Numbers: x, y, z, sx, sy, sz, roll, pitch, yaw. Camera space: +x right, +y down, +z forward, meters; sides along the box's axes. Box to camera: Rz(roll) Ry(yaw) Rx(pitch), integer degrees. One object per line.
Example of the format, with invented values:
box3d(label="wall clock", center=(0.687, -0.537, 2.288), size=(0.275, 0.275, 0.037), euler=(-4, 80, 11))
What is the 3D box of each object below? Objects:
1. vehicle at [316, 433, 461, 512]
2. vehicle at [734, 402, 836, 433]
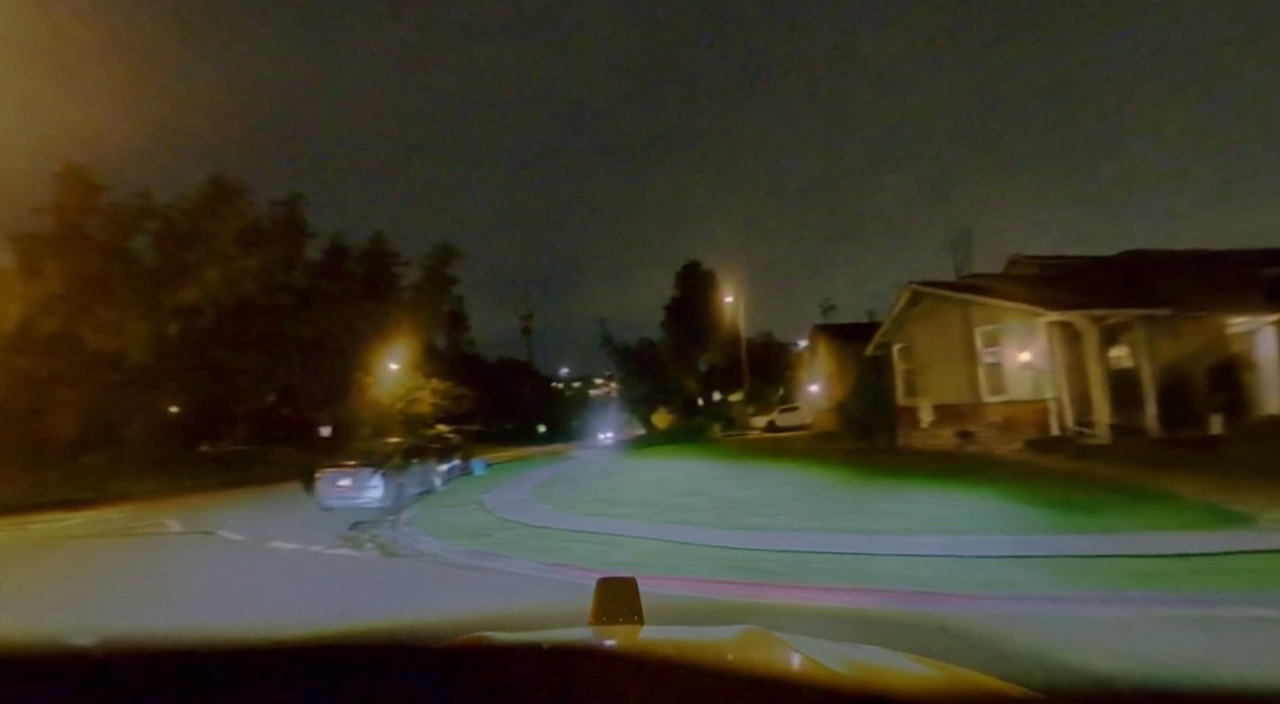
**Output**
box3d(label="vehicle", center=(-5.630, 2.713, 14.862), size=(1.969, 1.493, 4.681), euler=(0, -8, -7))
box3d(label="vehicle", center=(7.617, 3.473, 33.497), size=(4.799, 1.469, 2.010), euler=(0, -8, -5))
